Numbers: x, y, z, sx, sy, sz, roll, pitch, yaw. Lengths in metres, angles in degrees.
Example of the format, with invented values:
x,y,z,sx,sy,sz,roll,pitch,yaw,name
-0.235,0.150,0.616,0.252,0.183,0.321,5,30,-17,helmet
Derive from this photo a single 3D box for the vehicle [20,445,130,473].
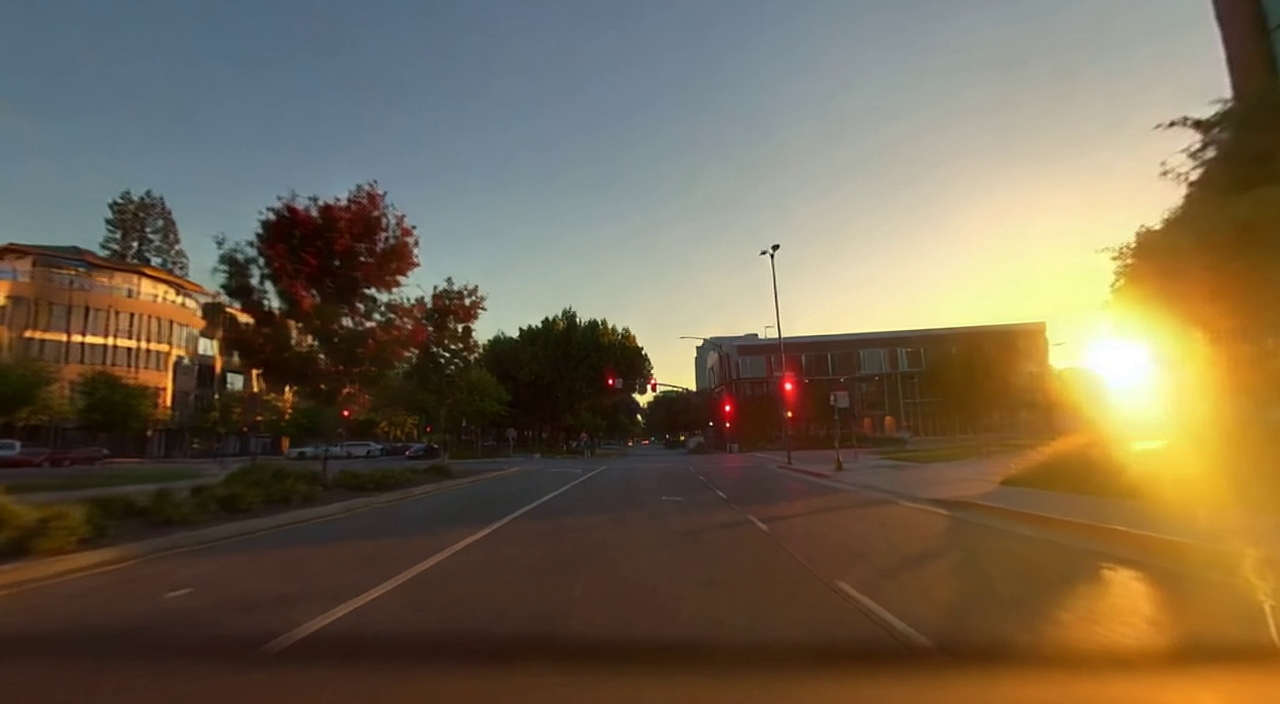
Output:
x,y,z,sx,sy,sz,roll,pitch,yaw,name
-32.076,6.094,35.956,1.852,1.485,4.683,0,-9,1,vehicle
